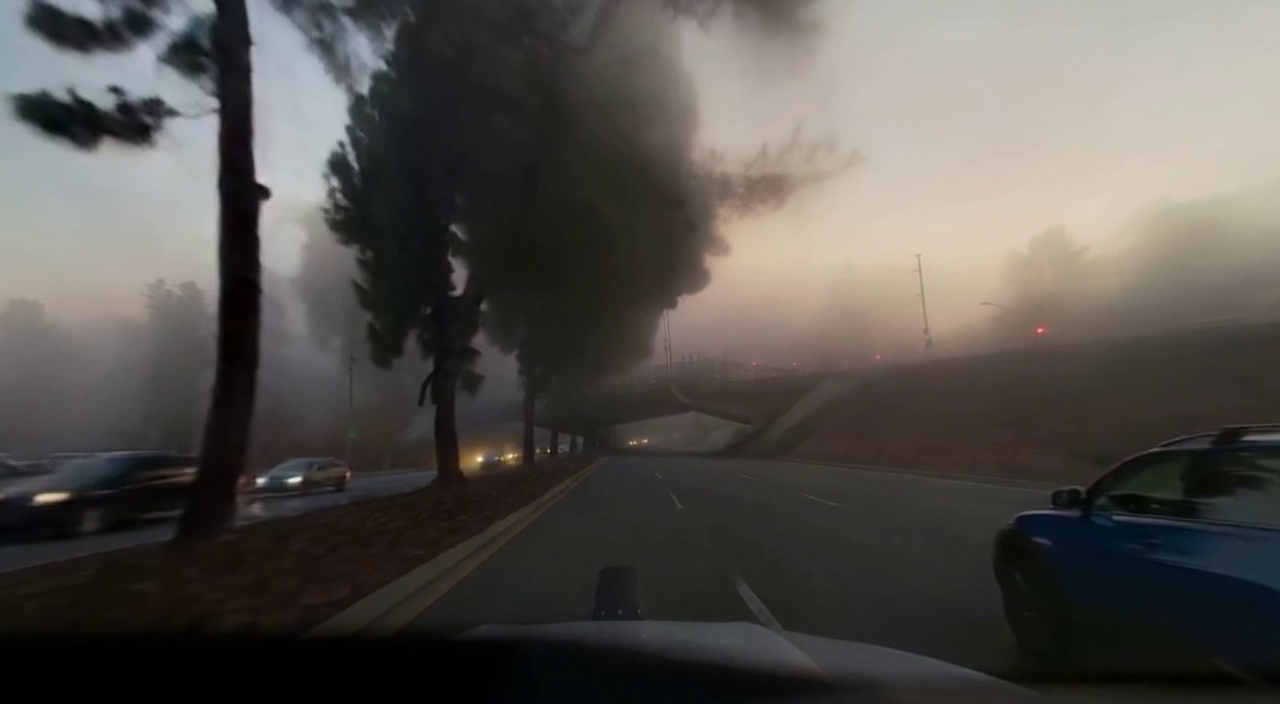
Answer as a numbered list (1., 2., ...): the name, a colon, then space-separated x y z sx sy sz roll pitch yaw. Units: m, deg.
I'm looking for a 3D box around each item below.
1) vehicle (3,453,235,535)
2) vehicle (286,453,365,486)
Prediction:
1. vehicle: -12.084 3.262 15.148 1.932 1.615 4.235 0 -9 -1
2. vehicle: -16.867 6.273 34.147 1.861 1.618 4.731 0 -9 0
